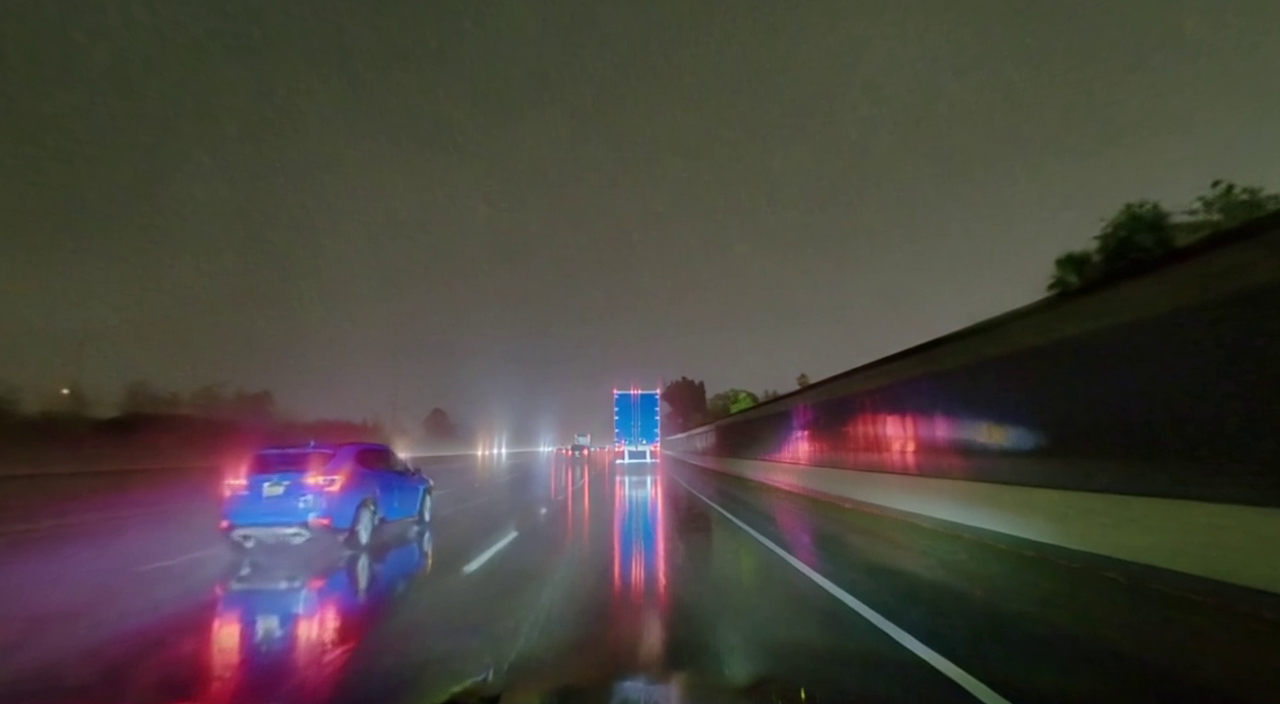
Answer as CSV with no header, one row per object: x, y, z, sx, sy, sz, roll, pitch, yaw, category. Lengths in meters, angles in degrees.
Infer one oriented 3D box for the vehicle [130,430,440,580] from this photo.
-4.237,1.858,8.354,1.895,1.500,3.808,0,-9,0,vehicle

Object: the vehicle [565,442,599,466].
-4.052,7.237,44.507,2.006,1.572,4.082,0,-9,0,vehicle

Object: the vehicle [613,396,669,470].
-0.036,5.381,40.673,3.123,4.094,10.812,0,-9,-1,vehicle
